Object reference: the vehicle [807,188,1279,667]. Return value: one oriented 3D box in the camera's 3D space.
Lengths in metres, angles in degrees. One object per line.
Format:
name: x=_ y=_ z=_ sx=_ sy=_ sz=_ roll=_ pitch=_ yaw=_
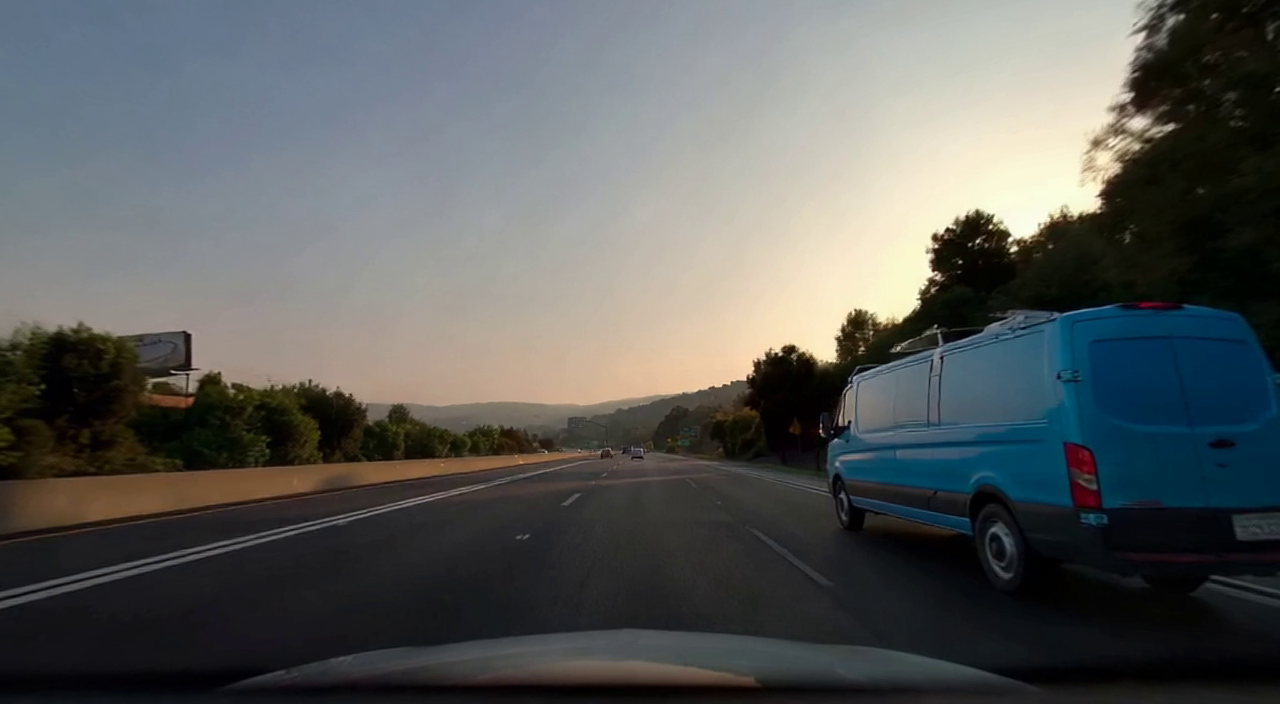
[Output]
vehicle: x=4.103 y=0.898 z=7.095 sx=2.527 sy=2.809 sz=6.831 roll=0 pitch=-9 yaw=0
